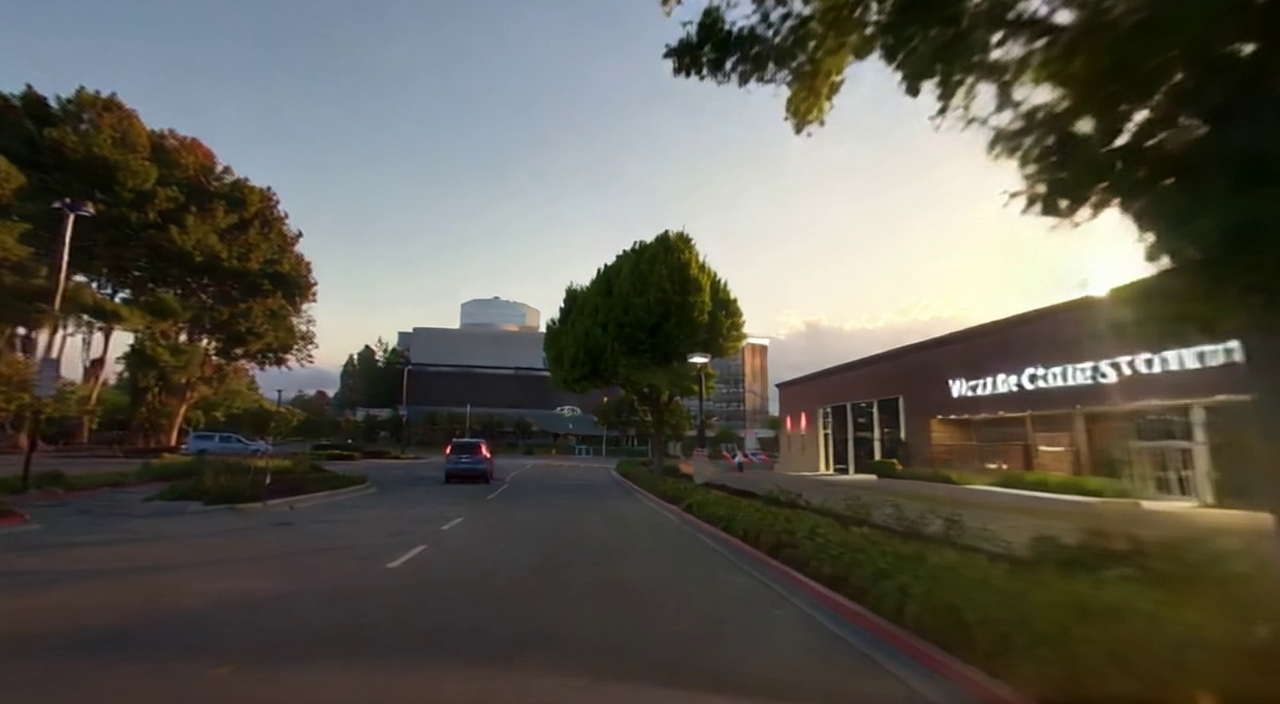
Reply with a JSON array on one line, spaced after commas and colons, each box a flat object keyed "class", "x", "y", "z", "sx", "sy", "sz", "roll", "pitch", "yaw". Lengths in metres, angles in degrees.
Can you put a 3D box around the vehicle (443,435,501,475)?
[{"class": "vehicle", "x": -8.264, "y": 5.100, "z": 31.578, "sx": 2.180, "sy": 1.806, "sz": 4.541, "roll": 1, "pitch": -8, "yaw": -7}]
